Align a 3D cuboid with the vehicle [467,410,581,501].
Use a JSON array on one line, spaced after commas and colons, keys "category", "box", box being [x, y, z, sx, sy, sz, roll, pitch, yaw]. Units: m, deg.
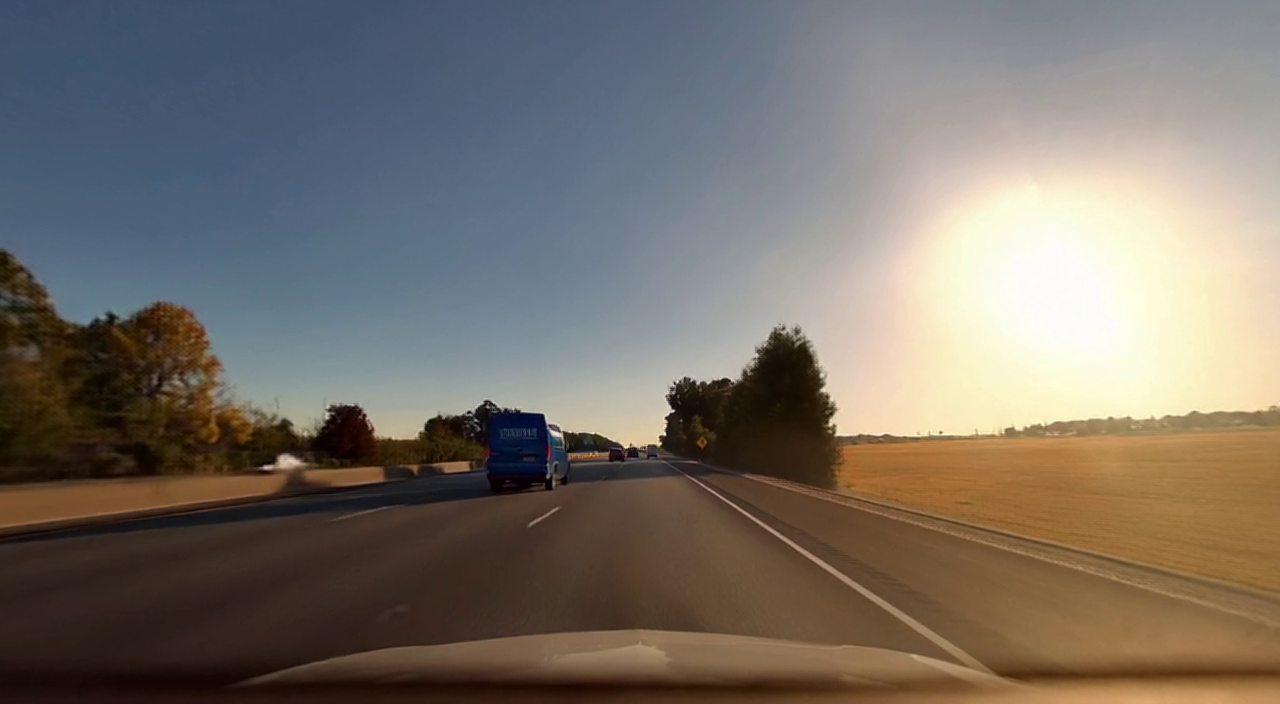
[{"category": "vehicle", "box": [-3.307, 3.118, 19.248, 2.360, 2.367, 5.223, 0, -9, 1]}]
